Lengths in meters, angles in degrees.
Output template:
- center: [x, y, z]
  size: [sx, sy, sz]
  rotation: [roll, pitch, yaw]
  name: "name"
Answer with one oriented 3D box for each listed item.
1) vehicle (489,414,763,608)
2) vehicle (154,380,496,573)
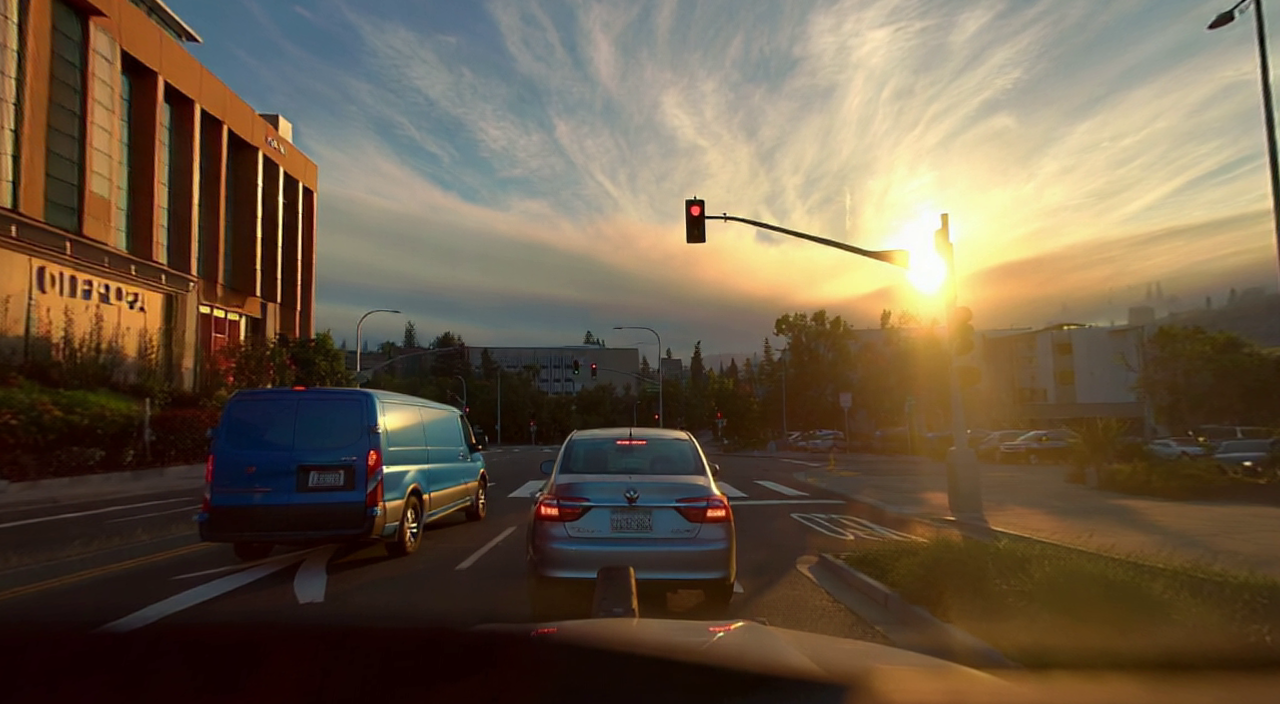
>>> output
- center: [-0.112, 1.465, 6.776]
  size: [2.064, 1.452, 3.942]
  rotation: [0, -8, 0]
  name: "vehicle"
- center: [-3.575, 1.515, 8.576]
  size: [2.076, 1.820, 5.100]
  rotation: [0, -8, -1]
  name: "vehicle"
